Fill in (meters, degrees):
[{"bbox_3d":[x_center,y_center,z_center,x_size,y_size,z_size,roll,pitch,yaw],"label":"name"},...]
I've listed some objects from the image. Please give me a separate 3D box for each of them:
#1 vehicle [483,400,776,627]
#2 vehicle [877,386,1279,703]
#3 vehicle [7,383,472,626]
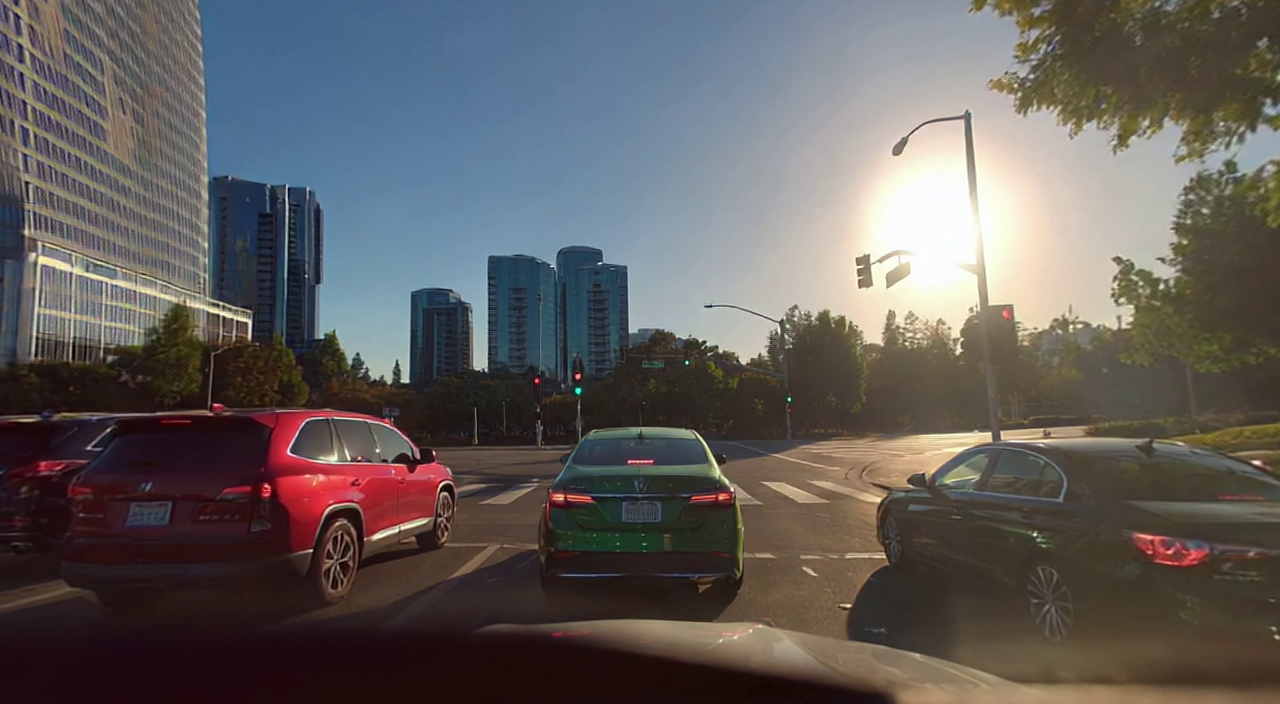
[{"bbox_3d":[-0.056,1.401,6.303,2.047,1.579,3.642,0,-8,1],"label":"vehicle"},{"bbox_3d":[3.591,1.199,4.601,2.010,1.486,4.498,0,-8,1],"label":"vehicle"},{"bbox_3d":[-3.553,1.429,6.855,2.014,1.755,4.360,0,-8,3],"label":"vehicle"}]
